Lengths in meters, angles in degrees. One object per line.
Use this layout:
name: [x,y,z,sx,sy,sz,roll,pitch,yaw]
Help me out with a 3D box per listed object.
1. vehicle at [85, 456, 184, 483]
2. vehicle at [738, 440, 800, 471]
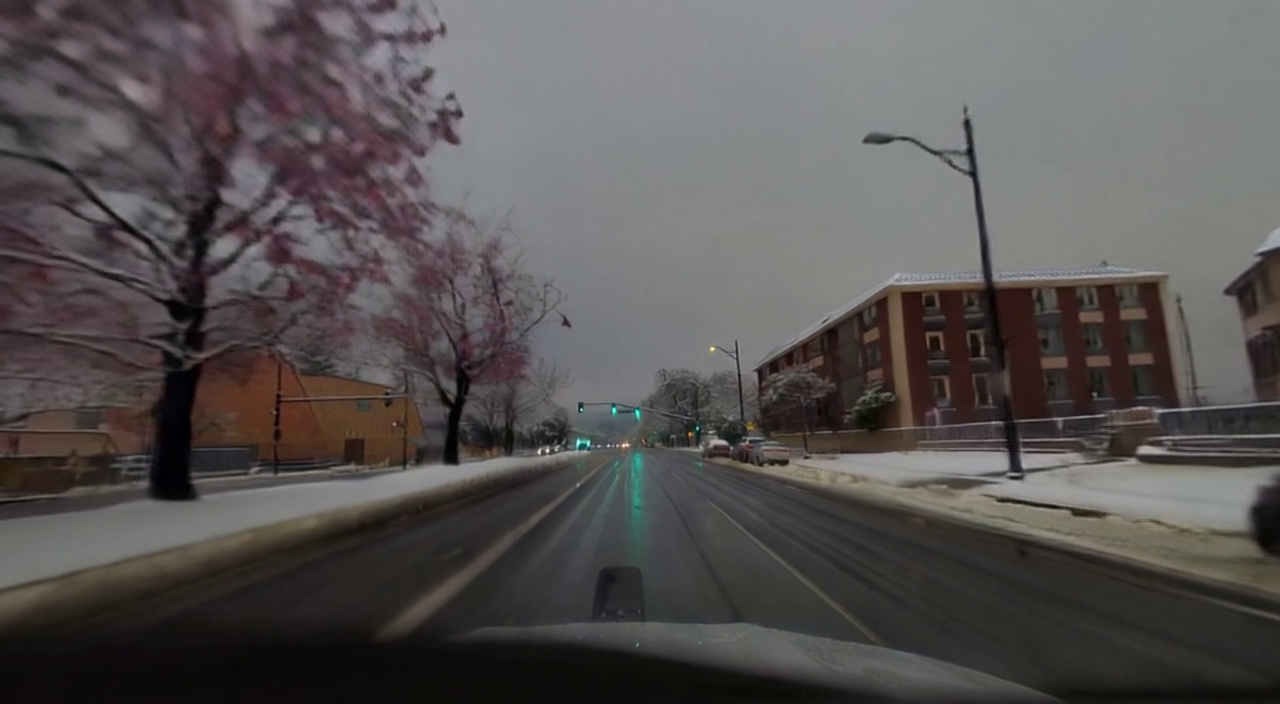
vehicle: [-34.970,8.104,43.891,1.985,1.691,5.024,-3,-9,16]
vehicle: [6.500,5.279,32.385,1.891,1.456,4.909,0,-8,-3]
